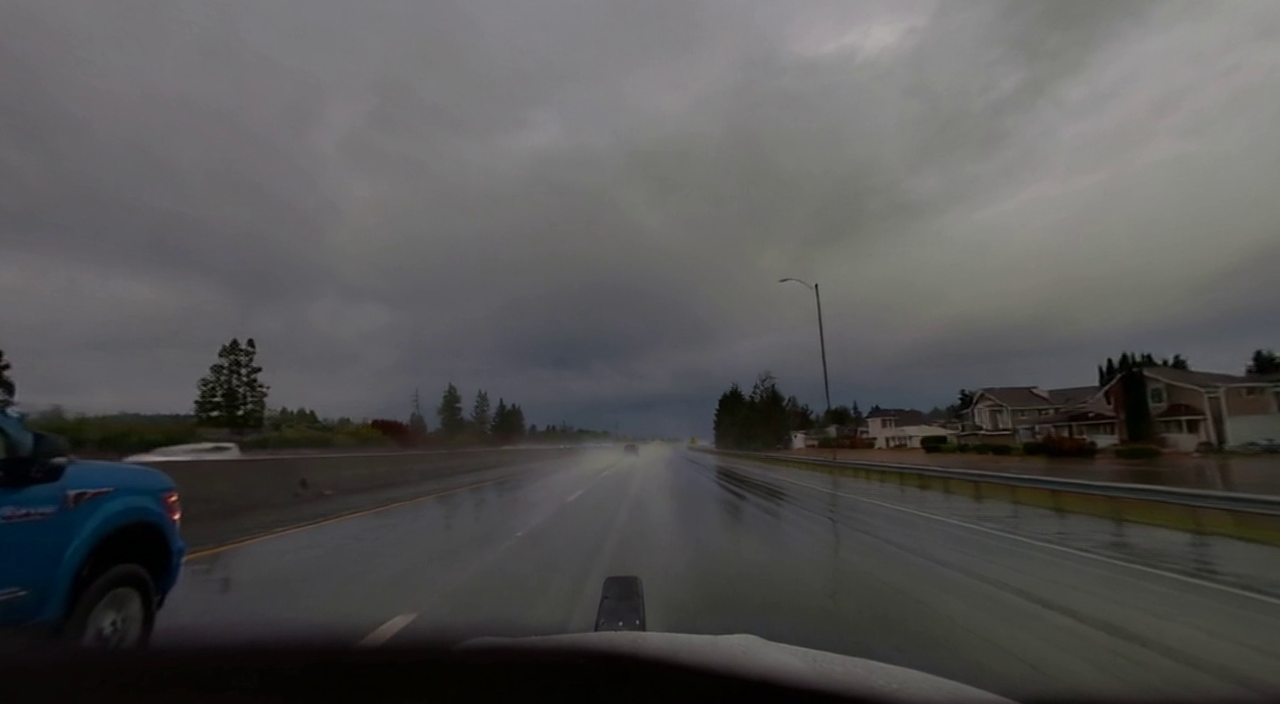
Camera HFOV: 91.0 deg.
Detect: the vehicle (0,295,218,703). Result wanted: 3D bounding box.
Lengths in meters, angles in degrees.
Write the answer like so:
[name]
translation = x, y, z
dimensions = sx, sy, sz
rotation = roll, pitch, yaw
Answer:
[vehicle]
translation = -3.516, 0.502, 0.908
dimensions = 2.202, 1.836, 5.009
rotation = 0, -8, 2
